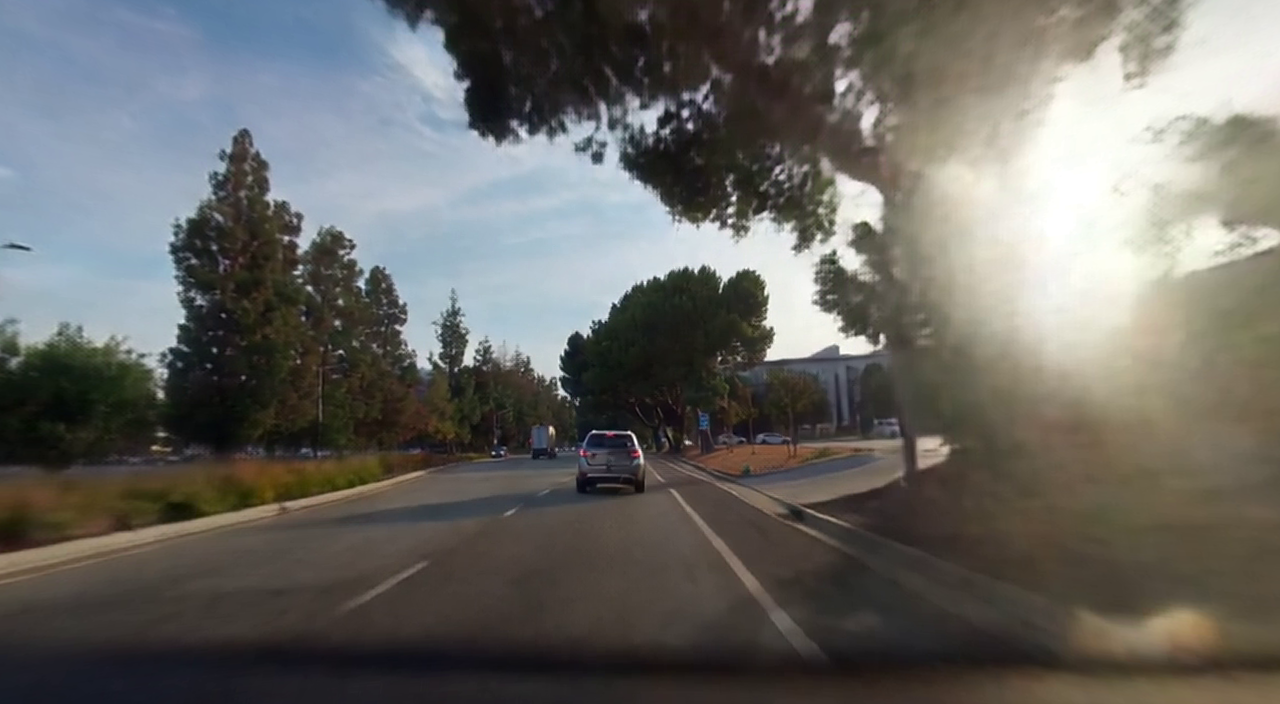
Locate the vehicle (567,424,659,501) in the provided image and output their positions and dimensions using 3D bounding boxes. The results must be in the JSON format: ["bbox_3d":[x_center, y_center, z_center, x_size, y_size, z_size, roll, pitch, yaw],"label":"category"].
[{"bbox_3d":[-0.668,2.882,16.840,2.131,1.761,4.242,0,-8,-1],"label":"vehicle"}]
